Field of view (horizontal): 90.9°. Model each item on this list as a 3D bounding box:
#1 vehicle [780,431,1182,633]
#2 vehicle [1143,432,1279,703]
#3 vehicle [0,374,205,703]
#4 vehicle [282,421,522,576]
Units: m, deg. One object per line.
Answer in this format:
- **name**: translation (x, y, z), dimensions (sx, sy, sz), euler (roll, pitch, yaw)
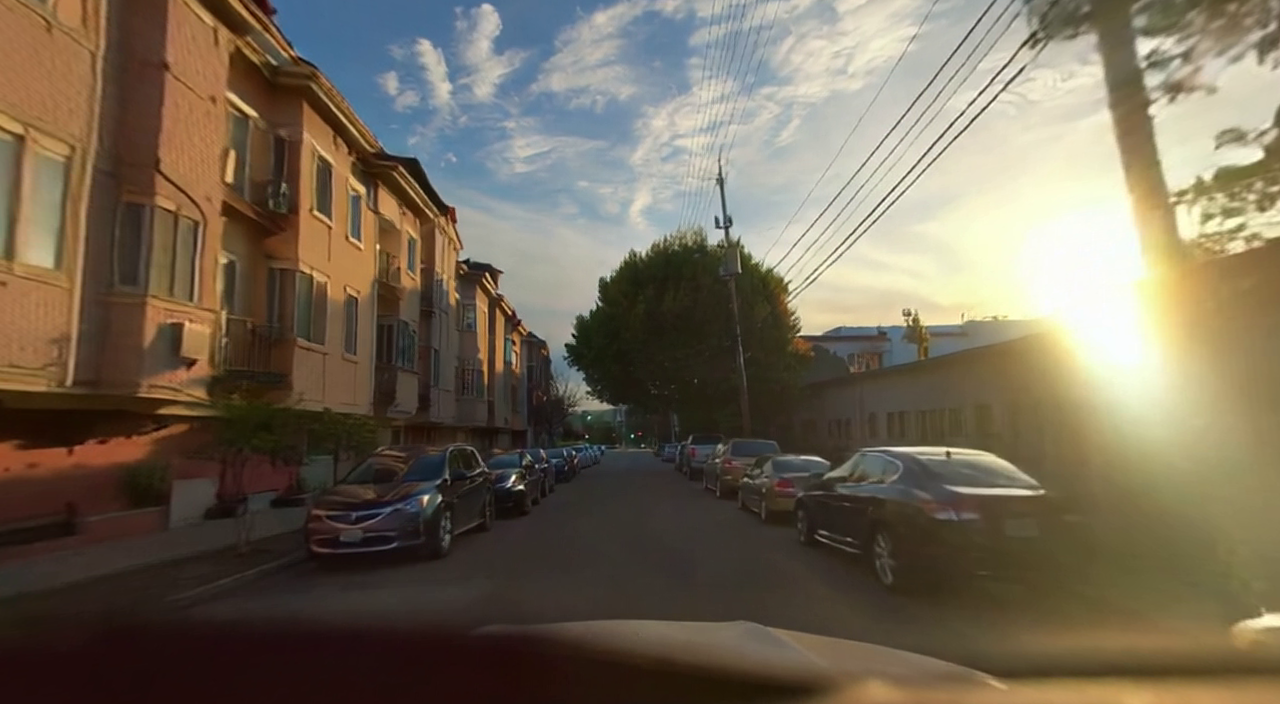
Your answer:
- **vehicle**: translation (3.285, 1.755, 7.413), dimensions (1.968, 1.595, 4.543), euler (1, -8, -4)
- **vehicle**: translation (3.516, 0.878, 0.859), dimensions (1.904, 1.476, 4.480), euler (3, -8, -2)
- **vehicle**: translation (-3.220, 0.801, 1.026), dimensions (2.175, 1.710, 4.000), euler (-2, -9, -1)
- **vehicle**: translation (-3.281, 1.991, 9.791), dimensions (2.081, 1.679, 4.506), euler (-3, -6, -1)
